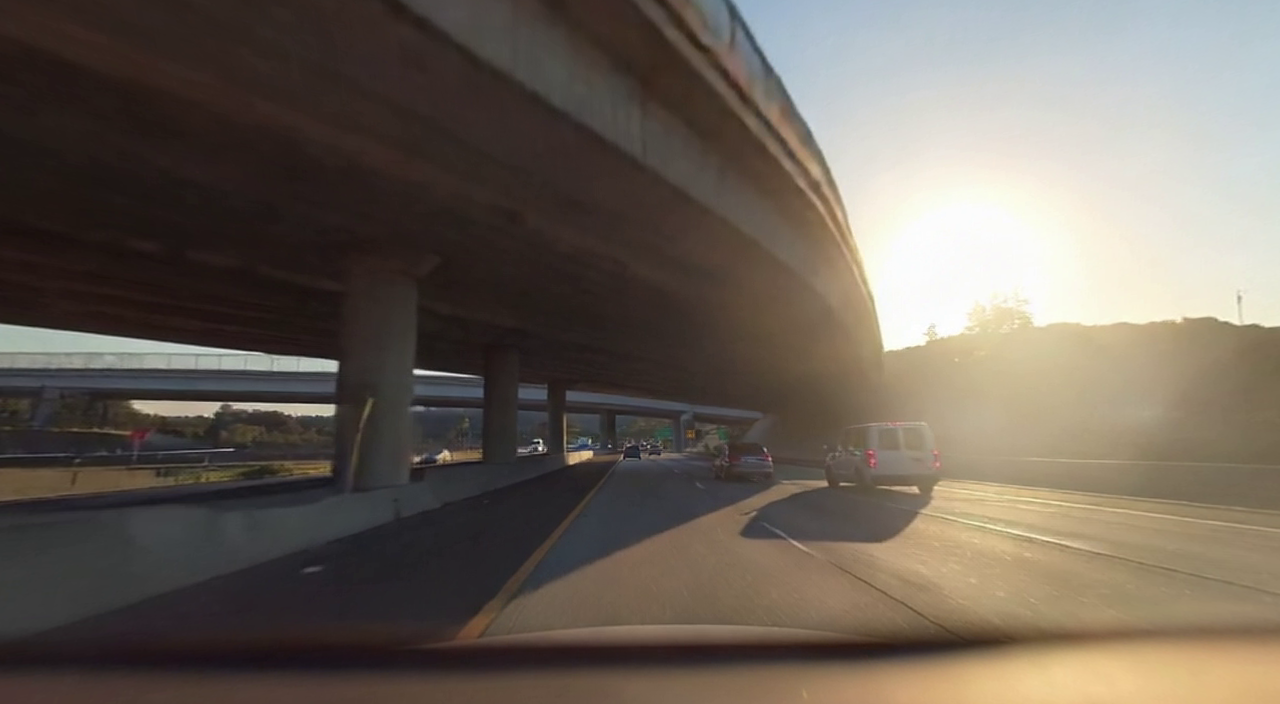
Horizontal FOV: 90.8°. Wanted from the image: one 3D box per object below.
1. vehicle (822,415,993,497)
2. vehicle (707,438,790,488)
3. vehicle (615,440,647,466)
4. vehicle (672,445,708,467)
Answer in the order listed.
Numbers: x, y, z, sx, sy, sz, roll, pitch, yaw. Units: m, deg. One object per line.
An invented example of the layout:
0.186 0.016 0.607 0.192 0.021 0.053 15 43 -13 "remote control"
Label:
7.655 3.084 19.067 2.448 2.042 5.959 0 -9 -1 "vehicle"
3.812 3.984 23.064 2.005 1.585 4.863 0 -9 -2 "vehicle"
-0.689 7.418 46.483 2.256 1.743 4.189 0 -9 -1 "vehicle"
3.403 7.240 44.084 1.967 1.423 4.503 0 -9 -2 "vehicle"
